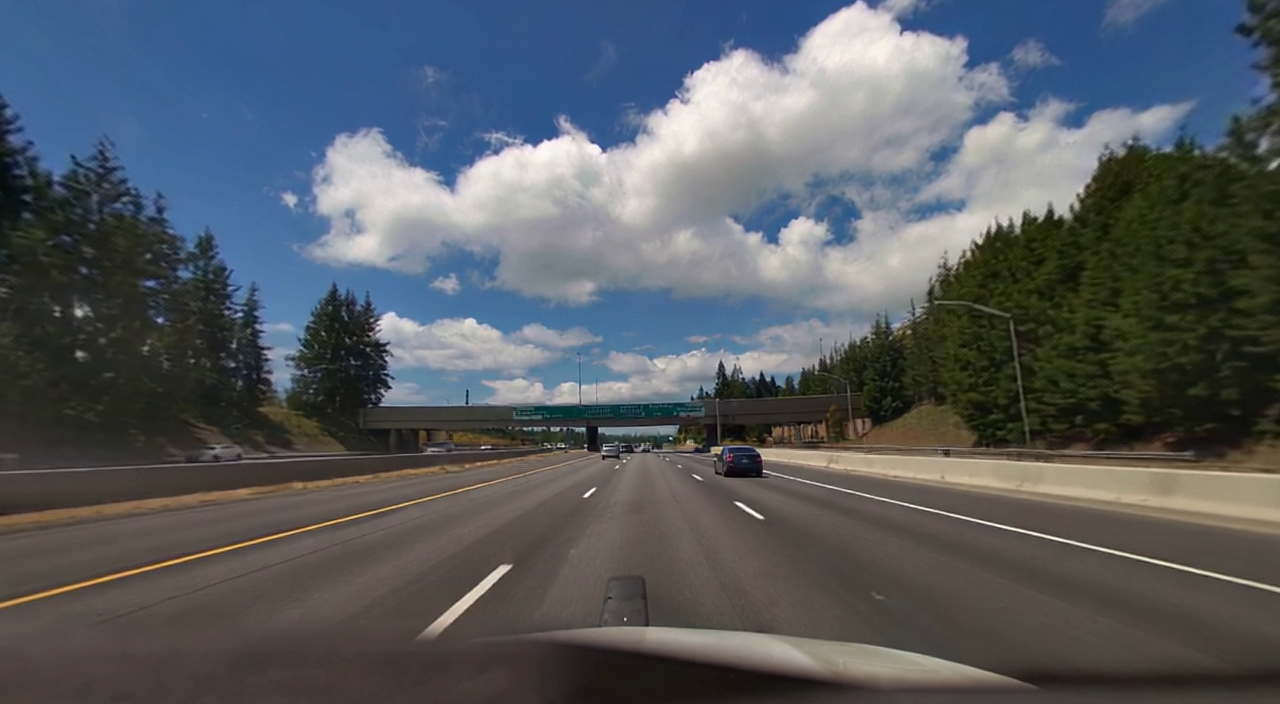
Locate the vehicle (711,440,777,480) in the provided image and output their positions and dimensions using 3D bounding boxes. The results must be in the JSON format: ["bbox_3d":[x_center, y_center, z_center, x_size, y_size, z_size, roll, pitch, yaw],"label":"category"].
[{"bbox_3d":[4.103,4.349,25.653,1.908,1.483,4.259,0,-8,-1],"label":"vehicle"}]
